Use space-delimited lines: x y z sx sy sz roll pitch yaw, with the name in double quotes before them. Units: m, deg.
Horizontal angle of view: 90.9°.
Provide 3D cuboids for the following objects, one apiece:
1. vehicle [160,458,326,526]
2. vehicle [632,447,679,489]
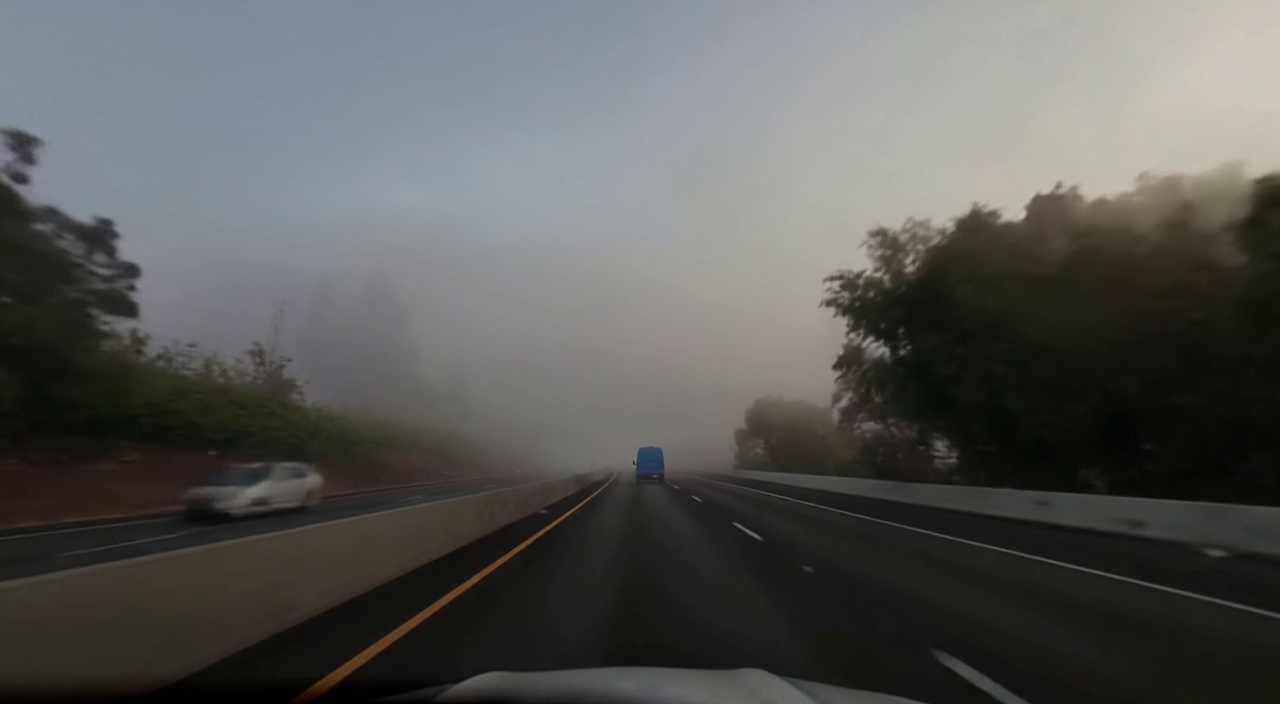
"vehicle" -11.745 4.162 19.139 2.023 1.743 4.528 1 -10 0
"vehicle" 0.821 6.690 36.367 2.429 2.167 4.558 1 -11 -2
